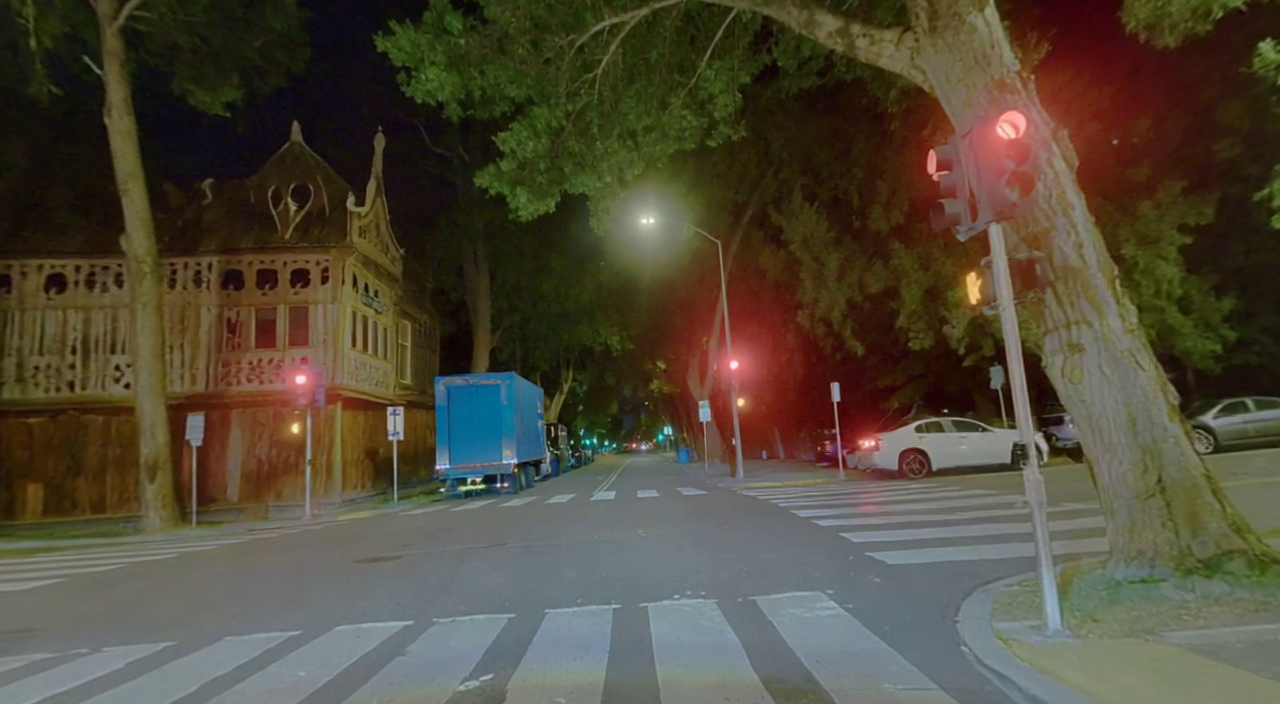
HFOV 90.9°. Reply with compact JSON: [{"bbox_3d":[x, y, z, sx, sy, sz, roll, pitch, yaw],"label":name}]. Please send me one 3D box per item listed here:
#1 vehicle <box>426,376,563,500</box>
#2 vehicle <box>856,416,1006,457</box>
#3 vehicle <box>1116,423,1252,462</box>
[{"bbox_3d":[-5.744,3.726,27.165,3.113,4.041,10.284,-6,-8,0],"label":"vehicle"},{"bbox_3d":[10.677,3.142,23.430,4.643,1.456,1.820,-1,-8,5],"label":"vehicle"},{"bbox_3d":[24.938,4.168,29.031,4.268,1.695,2.053,0,-8,3],"label":"vehicle"}]
